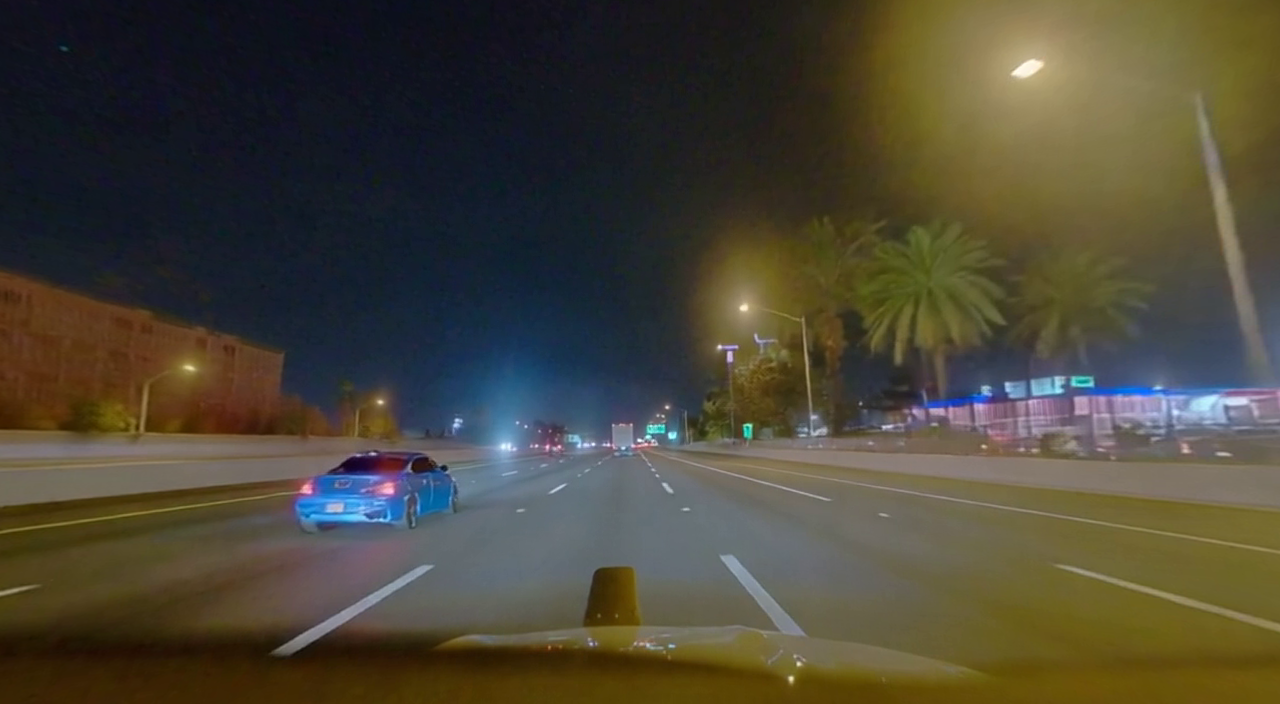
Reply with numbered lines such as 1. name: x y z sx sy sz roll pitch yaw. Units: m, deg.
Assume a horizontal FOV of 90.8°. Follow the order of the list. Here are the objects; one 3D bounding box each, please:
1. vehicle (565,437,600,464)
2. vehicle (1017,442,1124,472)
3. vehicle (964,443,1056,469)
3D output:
1. vehicle: -4.469 7.764 49.943 2.390 2.007 4.901 0 -9 -1
2. vehicle: 23.175 5.653 34.119 4.210 1.539 2.121 0 -9 -2
3. vehicle: 22.970 6.460 39.323 4.397 1.495 2.110 0 -9 1
